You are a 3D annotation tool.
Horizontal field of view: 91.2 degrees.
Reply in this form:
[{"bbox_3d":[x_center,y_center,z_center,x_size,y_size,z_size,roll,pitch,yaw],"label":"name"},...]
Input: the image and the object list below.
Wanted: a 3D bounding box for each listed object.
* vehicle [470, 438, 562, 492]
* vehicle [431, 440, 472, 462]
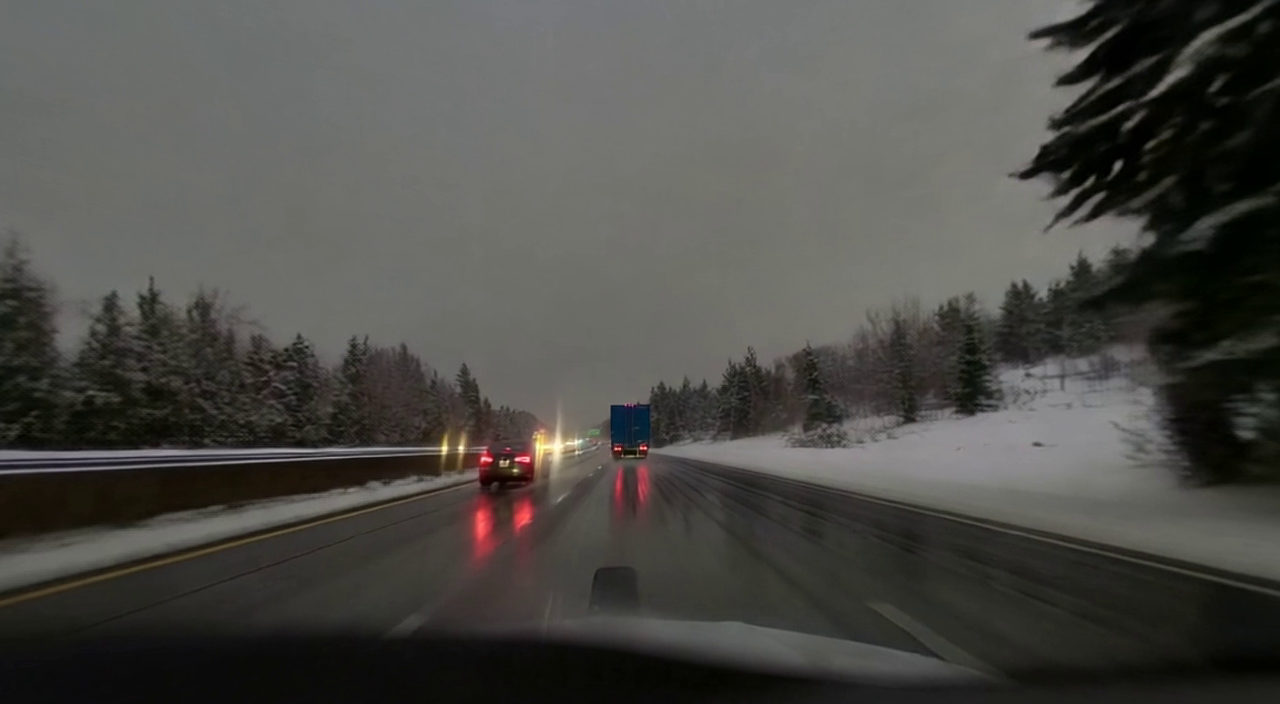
[{"bbox_3d":[-3.878,3.628,20.432,2.057,1.519,4.372,0,-9,1],"label":"vehicle"},{"bbox_3d":[-13.737,7.266,45.917,1.815,1.494,4.002,0,-9,0],"label":"vehicle"}]
